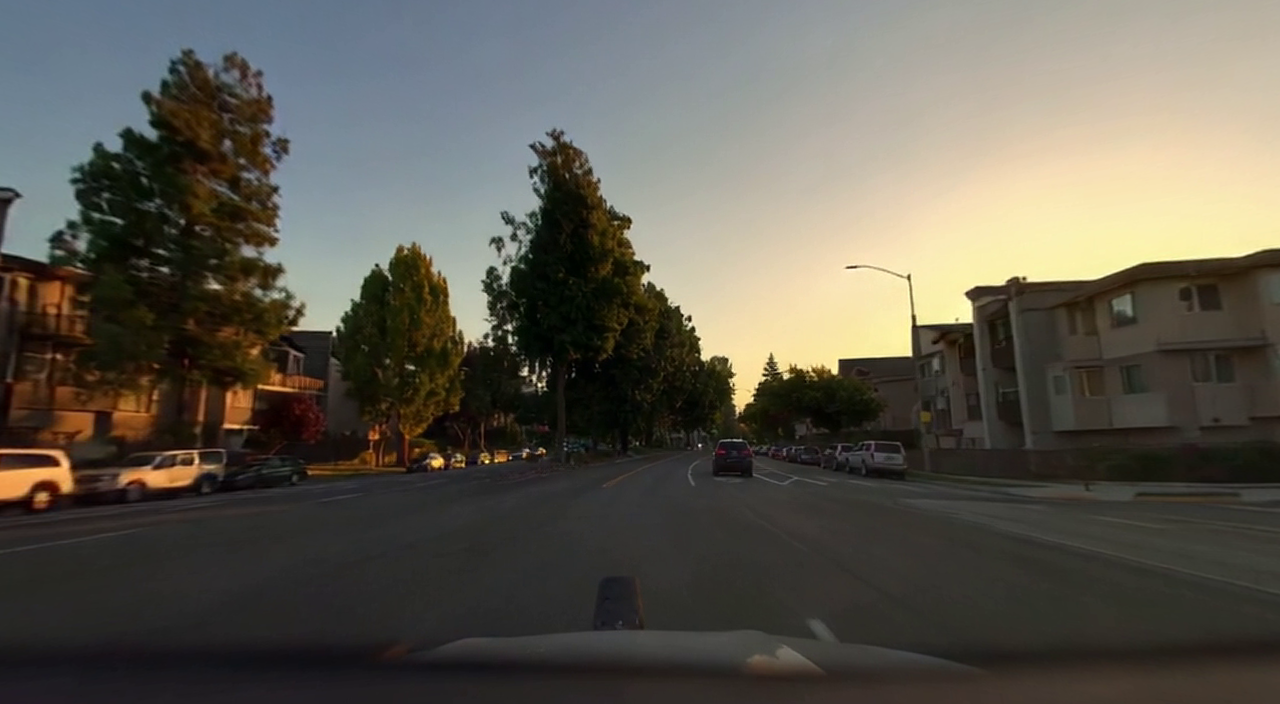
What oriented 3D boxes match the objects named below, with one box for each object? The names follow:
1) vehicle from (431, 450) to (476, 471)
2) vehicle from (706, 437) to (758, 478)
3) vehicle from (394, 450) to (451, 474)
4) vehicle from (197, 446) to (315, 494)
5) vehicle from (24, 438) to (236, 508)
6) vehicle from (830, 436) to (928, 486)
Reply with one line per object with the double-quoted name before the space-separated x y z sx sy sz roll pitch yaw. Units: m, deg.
"vehicle" -14.694 8.557 49.984 1.822 1.478 4.275 -1 -8 6
"vehicle" 4.314 5.027 30.378 2.085 1.763 4.490 -1 -8 3
"vehicle" -15.193 7.693 44.426 2.002 1.510 4.755 -1 -8 4
"vehicle" -16.351 5.007 27.246 2.014 1.734 4.651 -2 -7 3
"vehicle" -16.810 3.978 21.451 2.194 2.022 5.828 0 -8 2
"vehicle" 10.574 4.869 28.600 2.460 2.002 5.900 -1 -8 4
